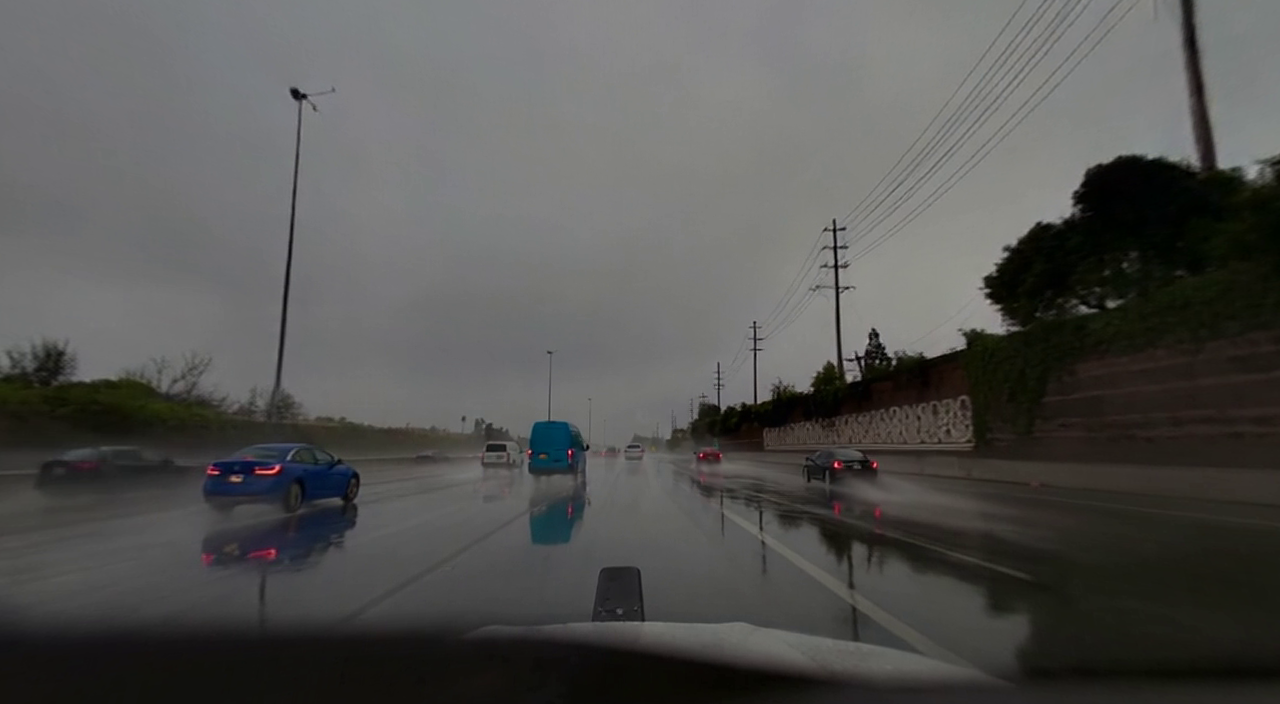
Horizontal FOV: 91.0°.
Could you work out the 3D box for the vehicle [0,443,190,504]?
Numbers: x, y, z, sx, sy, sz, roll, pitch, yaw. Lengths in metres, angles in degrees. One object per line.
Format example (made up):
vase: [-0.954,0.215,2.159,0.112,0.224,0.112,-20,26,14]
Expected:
vehicle: [-15.510,3.375,17.965,1.968,1.484,4.599,0,-9,0]

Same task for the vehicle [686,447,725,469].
vehicle: [4.620,7.567,45.189,2.095,1.504,4.536,0,-9,-2]

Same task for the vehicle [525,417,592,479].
vehicle: [-3.746,4.589,30.141,2.395,2.660,5.827,0,-9,0]

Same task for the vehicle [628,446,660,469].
vehicle: [0.234,7.504,44.910,2.084,1.492,4.137,0,-9,-2]

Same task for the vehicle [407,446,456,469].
vehicle: [-15.146,7.671,45.932,1.937,1.523,4.708,0,-9,0]

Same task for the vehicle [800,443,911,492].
vehicle: [7.148,3.851,21.422,2.052,1.470,4.364,0,-9,-3]

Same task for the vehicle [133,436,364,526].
vehicle: [-7.746,2.564,13.143,1.967,1.525,4.458,0,-9,-1]

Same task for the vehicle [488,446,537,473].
vehicle: [-7.351,6.225,36.691,1.944,1.490,4.442,0,-9,0]
